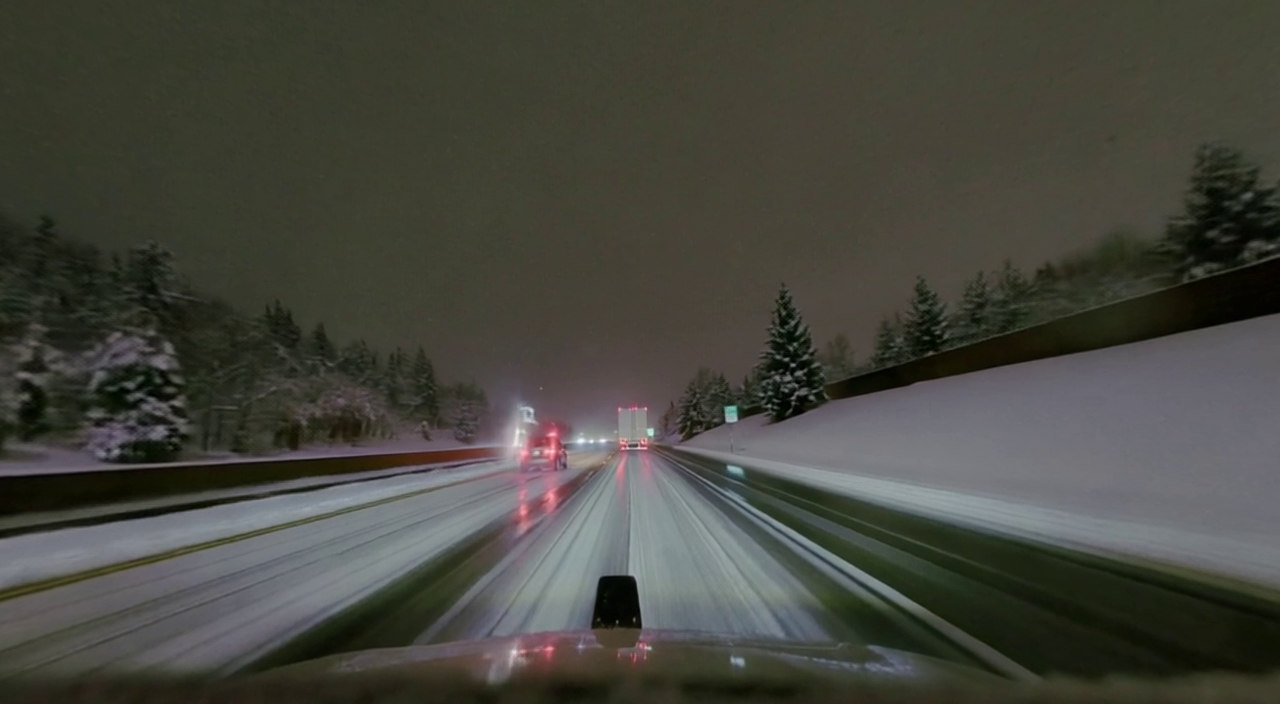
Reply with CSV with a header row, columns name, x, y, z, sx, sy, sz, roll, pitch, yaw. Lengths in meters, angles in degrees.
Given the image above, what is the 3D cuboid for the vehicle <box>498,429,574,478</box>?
name,x,y,z,sx,sy,sz,roll,pitch,yaw
vehicle,-3.802,3.763,23.847,2.123,1.655,4.688,0,-8,-1
